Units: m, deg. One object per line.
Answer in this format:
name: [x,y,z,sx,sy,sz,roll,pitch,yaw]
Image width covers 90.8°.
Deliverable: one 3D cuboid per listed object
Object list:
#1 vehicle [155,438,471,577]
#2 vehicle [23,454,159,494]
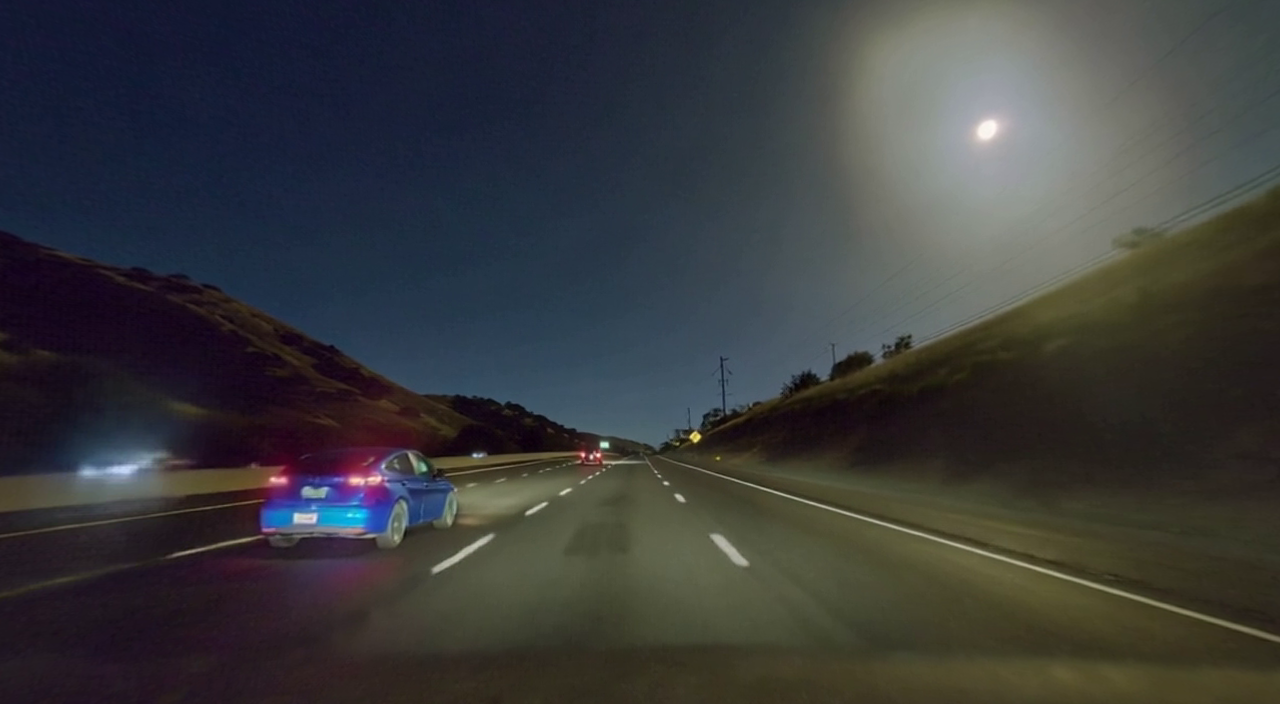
vehicle: [-4.224,2.074,9.399,2.064,1.489,4.966,0,-9,0]
vehicle: [-25.582,5.678,29.765,2.003,1.633,4.925,0,-9,-1]
